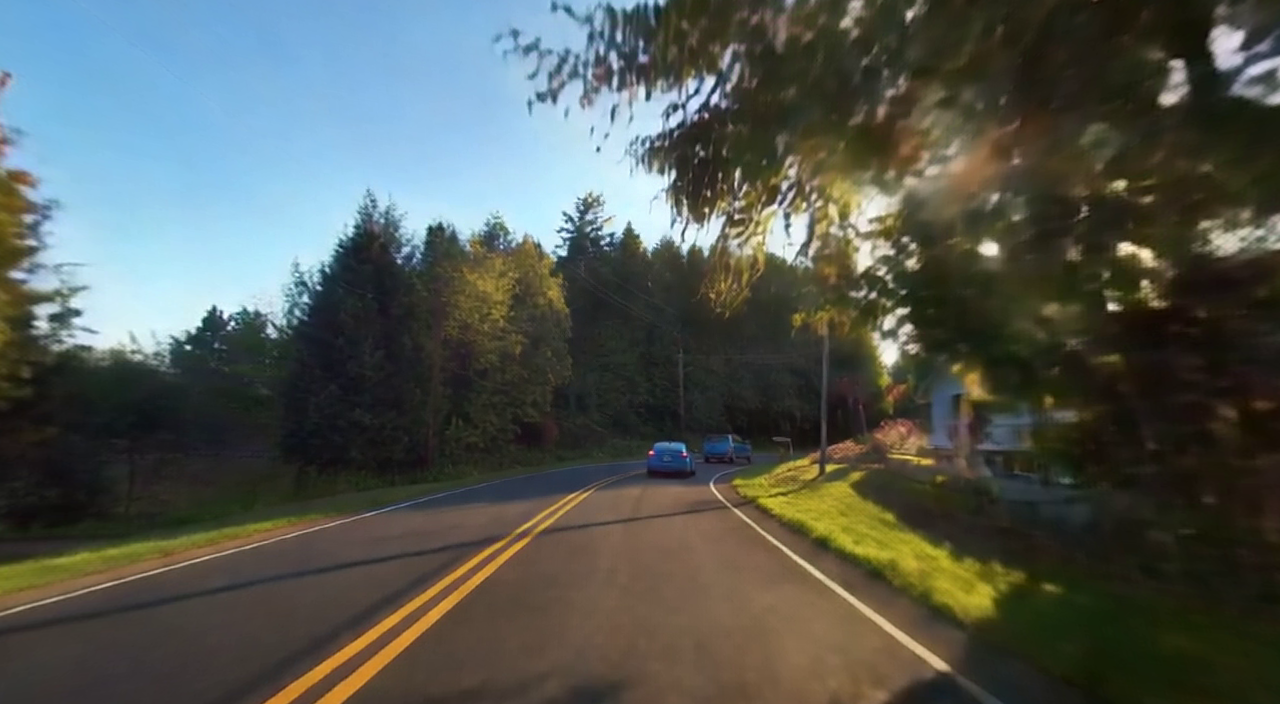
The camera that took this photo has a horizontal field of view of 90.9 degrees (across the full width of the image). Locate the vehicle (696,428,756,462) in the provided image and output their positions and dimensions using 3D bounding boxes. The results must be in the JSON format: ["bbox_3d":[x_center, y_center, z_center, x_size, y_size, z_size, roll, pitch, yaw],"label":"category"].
[{"bbox_3d":[5.939,6.320,42.741,2.376,2.145,5.953,-4,-9,24],"label":"vehicle"}]

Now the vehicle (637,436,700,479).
[{"bbox_3d":[1.254,4.307,25.989,2.157,1.565,4.243,-1,-8,8],"label":"vehicle"}]
